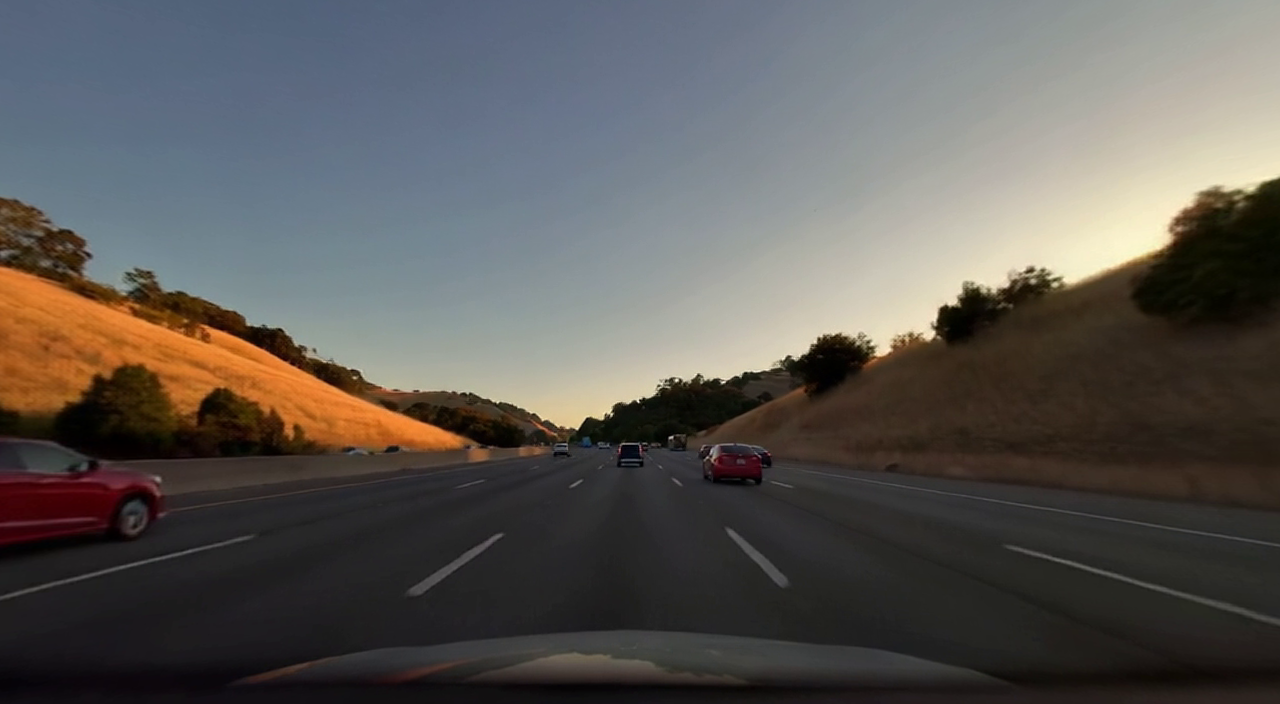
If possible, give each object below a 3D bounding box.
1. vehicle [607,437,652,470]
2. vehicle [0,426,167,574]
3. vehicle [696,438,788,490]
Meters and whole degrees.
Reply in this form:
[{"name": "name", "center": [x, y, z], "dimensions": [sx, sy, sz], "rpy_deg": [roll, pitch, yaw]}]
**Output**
[{"name": "vehicle", "center": [-0.554, 5.503, 34.517], "dimensions": [2.277, 1.675, 4.023], "rpy_deg": [0, -8, 0]}, {"name": "vehicle", "center": [-7.558, 1.499, 6.312], "dimensions": [1.922, 1.508, 4.816], "rpy_deg": [0, -8, 0]}, {"name": "vehicle", "center": [3.199, 3.632, 20.874], "dimensions": [2.120, 1.492, 4.734], "rpy_deg": [0, -8, -1]}]
